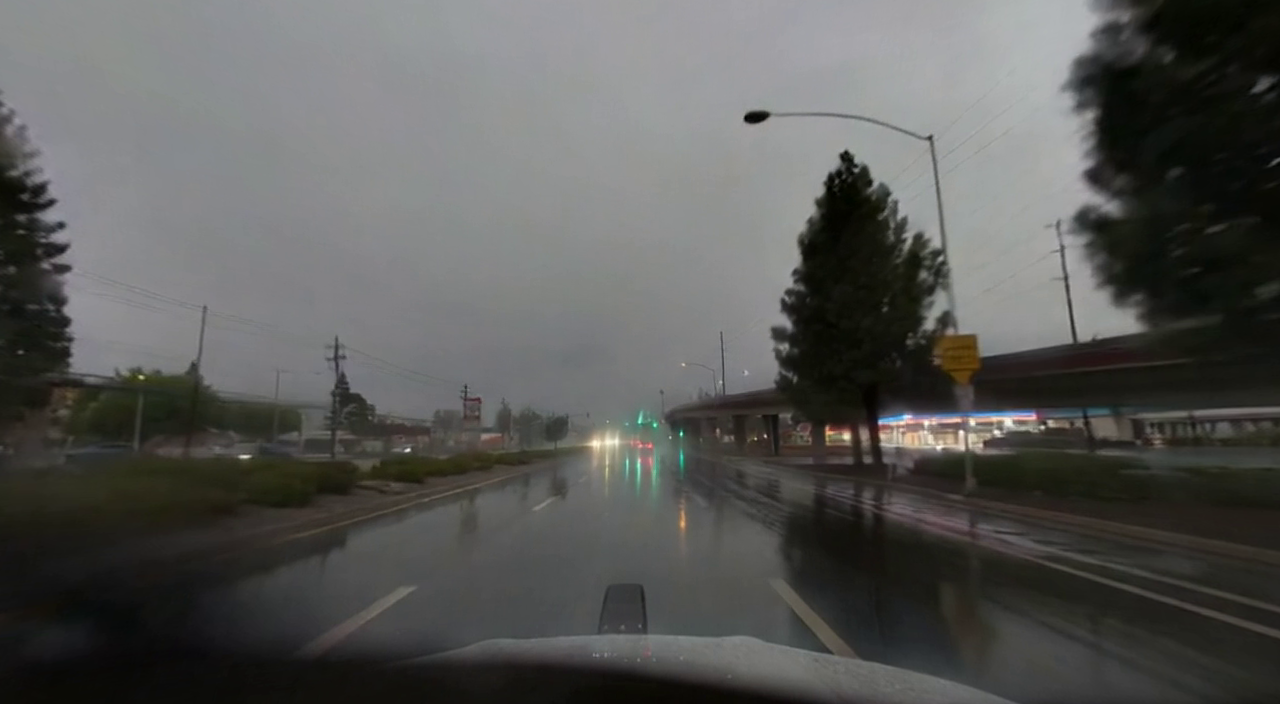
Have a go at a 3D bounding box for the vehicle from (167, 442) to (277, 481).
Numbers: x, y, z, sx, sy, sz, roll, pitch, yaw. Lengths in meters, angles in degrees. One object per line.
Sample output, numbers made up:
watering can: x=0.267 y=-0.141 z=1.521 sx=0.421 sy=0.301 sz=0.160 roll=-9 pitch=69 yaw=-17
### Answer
vehicle: x=-19.687 y=5.142 z=29.883 sx=2.002 sy=1.642 sz=4.619 roll=0 pitch=-8 yaw=0
